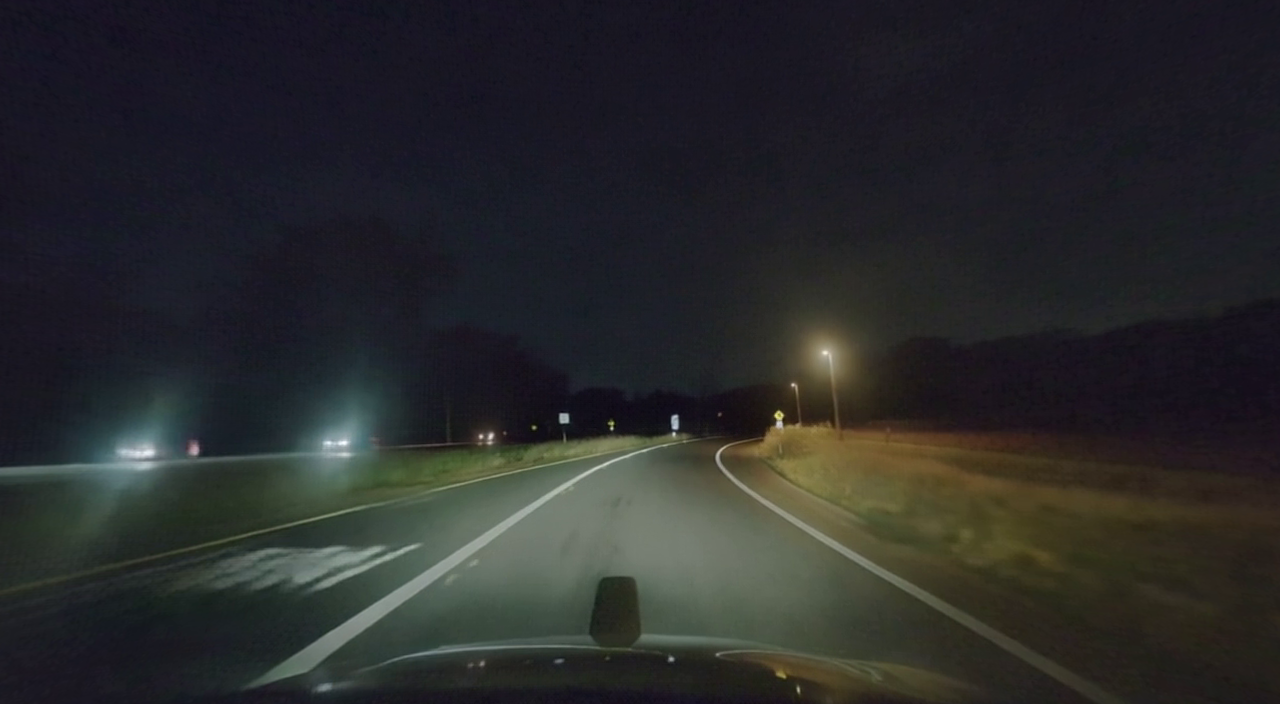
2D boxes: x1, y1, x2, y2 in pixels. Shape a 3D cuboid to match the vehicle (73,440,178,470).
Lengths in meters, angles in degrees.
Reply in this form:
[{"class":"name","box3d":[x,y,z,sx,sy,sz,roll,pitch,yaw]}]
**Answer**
[{"class":"vehicle","box3d":[-35.099,7.006,43.106,1.901,1.844,5.070,-5,-9,30]}]
